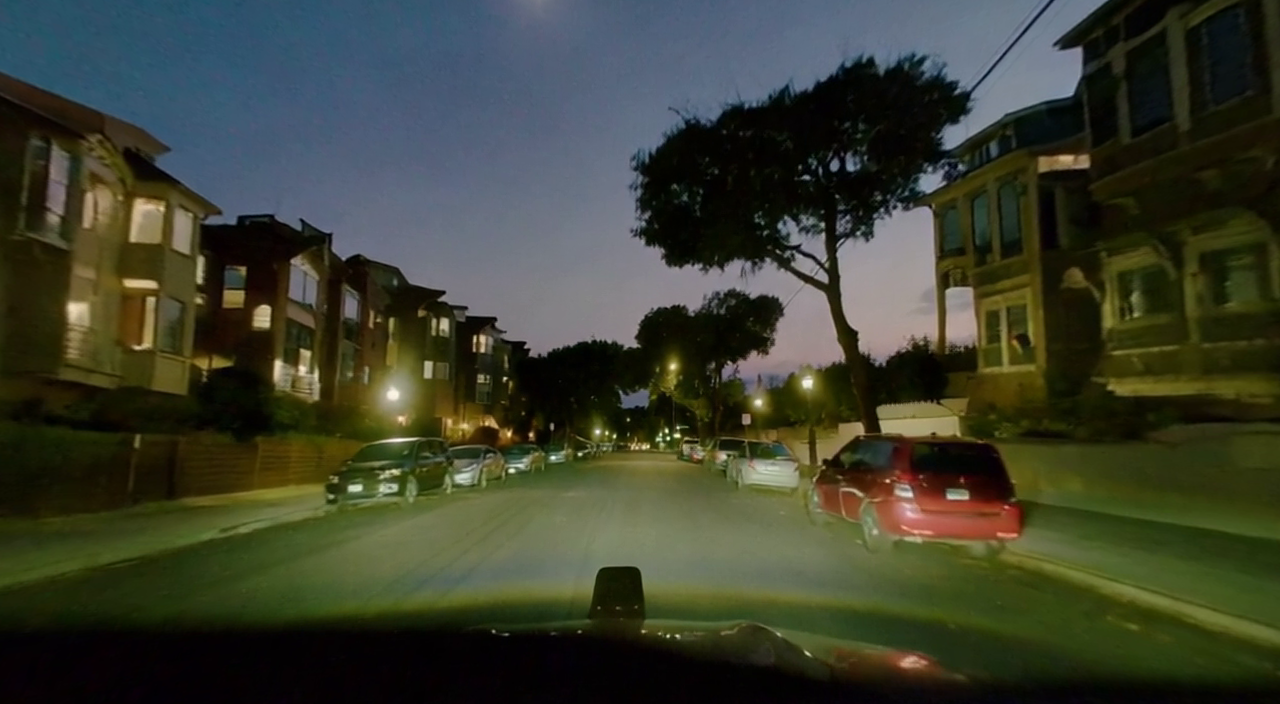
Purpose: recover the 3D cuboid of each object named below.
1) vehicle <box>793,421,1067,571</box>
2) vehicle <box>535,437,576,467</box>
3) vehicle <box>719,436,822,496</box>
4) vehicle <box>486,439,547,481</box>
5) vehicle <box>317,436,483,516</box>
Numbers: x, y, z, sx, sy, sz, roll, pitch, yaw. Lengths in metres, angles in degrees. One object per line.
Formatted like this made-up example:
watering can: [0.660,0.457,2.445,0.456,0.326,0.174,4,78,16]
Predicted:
vehicle: [3.628,1.864,8.927,1.909,1.595,4.136,0,-8,0]
vehicle: [-5.634,6.725,42.476,2.106,1.760,4.573,-4,-9,-1]
vehicle: [3.562,3.209,18.127,1.881,1.482,4.531,0,-9,-2]
vehicle: [-5.655,4.968,29.465,1.901,1.475,4.425,-4,-6,0]
vehicle: [-5.733,3.015,15.958,2.169,1.574,5.016,-3,-9,1]
